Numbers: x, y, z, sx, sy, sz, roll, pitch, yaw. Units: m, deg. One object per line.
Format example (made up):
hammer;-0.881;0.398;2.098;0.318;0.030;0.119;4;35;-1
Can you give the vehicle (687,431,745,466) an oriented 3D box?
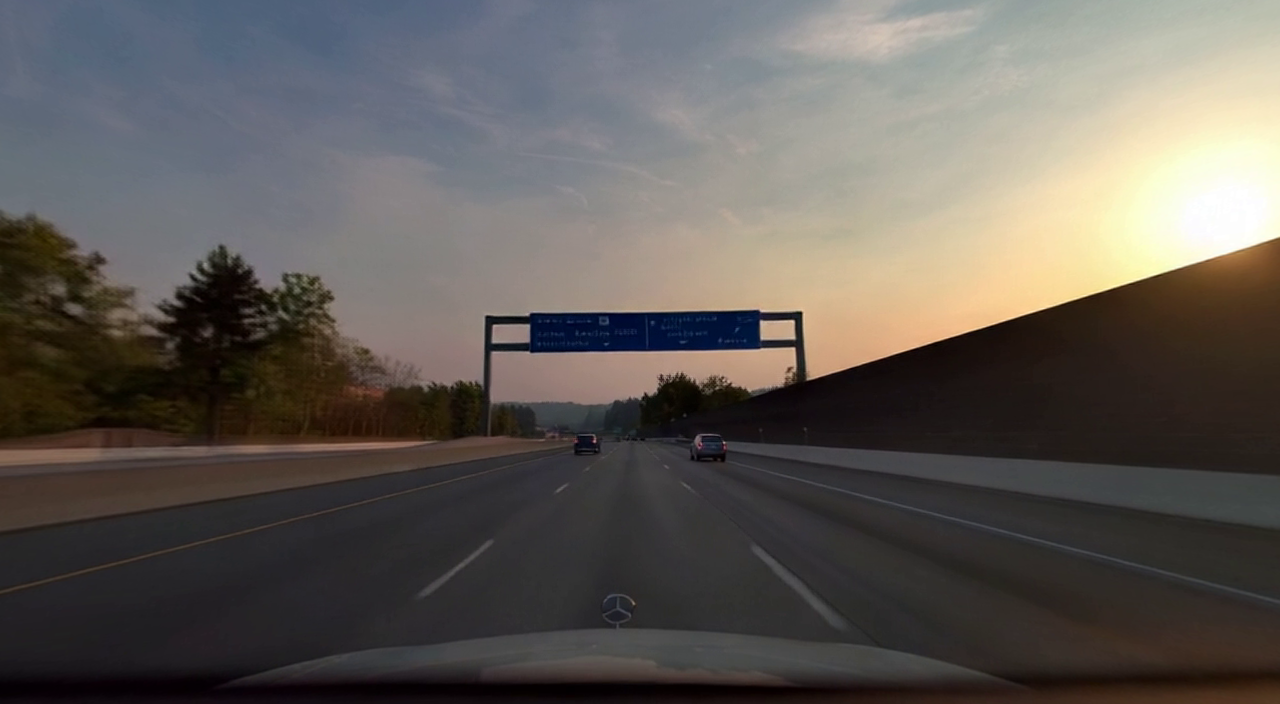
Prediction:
vehicle;3.533;4.572;29.964;2.077;1.523;4.539;0;-8;-2

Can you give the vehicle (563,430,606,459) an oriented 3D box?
vehicle;-3.383;5.722;39.008;2.219;1.660;4.153;0;-8;1
